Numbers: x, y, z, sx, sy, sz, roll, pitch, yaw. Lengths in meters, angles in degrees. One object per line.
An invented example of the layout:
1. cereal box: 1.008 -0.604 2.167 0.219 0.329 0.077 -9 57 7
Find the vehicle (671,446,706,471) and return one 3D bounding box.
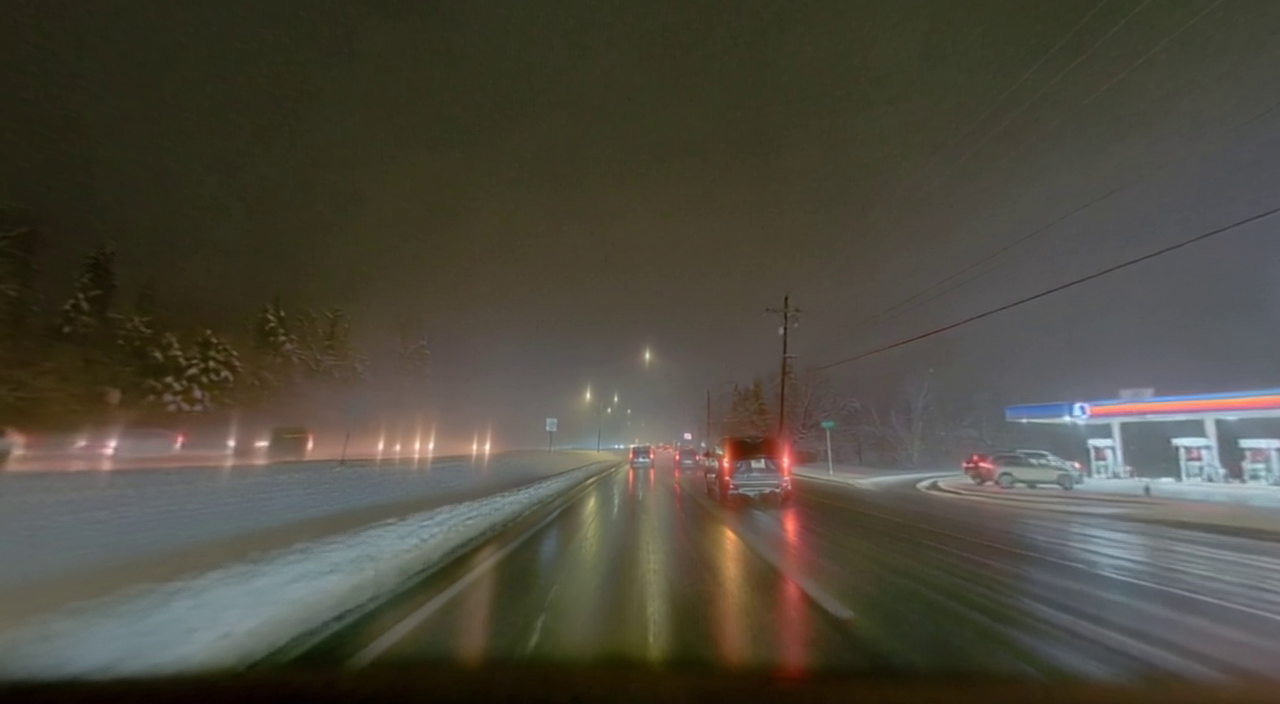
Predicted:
1. vehicle: 3.203 7.166 42.586 2.012 1.612 4.114 0 -8 0

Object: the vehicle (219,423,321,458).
1. vehicle: -19.858 4.823 34.177 2.037 1.761 5.401 -1 -8 3

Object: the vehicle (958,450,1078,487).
1. vehicle: 18.252 5.610 30.557 4.587 1.710 1.969 1 -9 -6

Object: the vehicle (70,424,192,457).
1. vehicle: -23.806 4.194 29.732 1.848 1.450 4.502 0 -8 3

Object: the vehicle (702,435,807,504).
1. vehicle: 3.252 3.442 18.991 2.184 1.777 4.712 0 -8 -1
